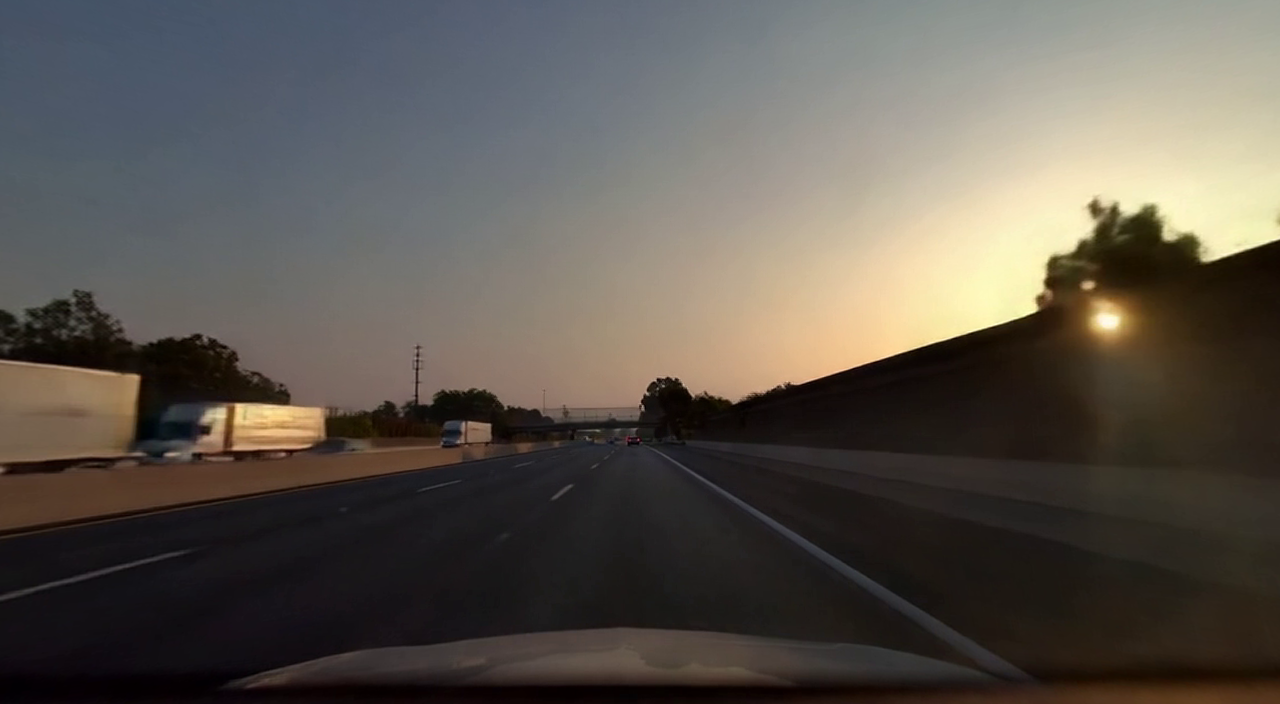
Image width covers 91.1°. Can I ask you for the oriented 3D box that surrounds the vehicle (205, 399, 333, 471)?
[{"bbox_3d":[-23.642,5.421,40.845,3.000,4.126,8.473,0,-8,0],"label":"vehicle"}]

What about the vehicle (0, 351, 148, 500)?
[{"bbox_3d":[-19.182,1.740,15.202,3.420,4.048,14.183,0,-8,-1],"label":"vehicle"}]
